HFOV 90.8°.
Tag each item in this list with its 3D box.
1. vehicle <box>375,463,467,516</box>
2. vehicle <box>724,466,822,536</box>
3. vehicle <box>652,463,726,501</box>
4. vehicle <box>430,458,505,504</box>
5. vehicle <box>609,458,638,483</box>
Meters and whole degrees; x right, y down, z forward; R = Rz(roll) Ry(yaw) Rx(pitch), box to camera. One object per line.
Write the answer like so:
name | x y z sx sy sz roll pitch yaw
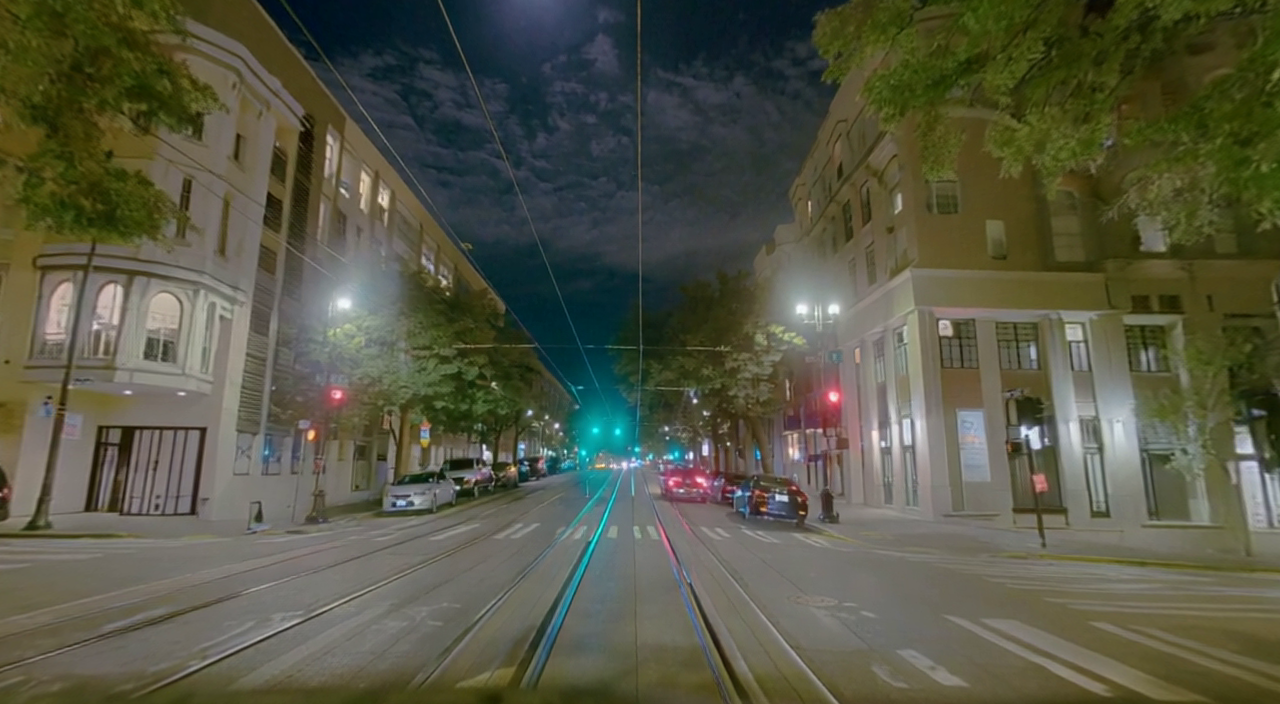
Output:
vehicle | -7.442 4.807 21.909 1.779 1.588 3.953 2 -14 -1
vehicle | 3.848 4.389 19.107 1.929 1.723 4.134 0 -8 -2
vehicle | 2.344 6.325 31.024 1.984 1.571 3.404 5 -10 -33
vehicle | -7.418 5.579 27.668 1.861 1.751 4.550 1 -10 2
vehicle | -1.111 8.281 44.312 1.966 1.600 3.494 0 -8 0
